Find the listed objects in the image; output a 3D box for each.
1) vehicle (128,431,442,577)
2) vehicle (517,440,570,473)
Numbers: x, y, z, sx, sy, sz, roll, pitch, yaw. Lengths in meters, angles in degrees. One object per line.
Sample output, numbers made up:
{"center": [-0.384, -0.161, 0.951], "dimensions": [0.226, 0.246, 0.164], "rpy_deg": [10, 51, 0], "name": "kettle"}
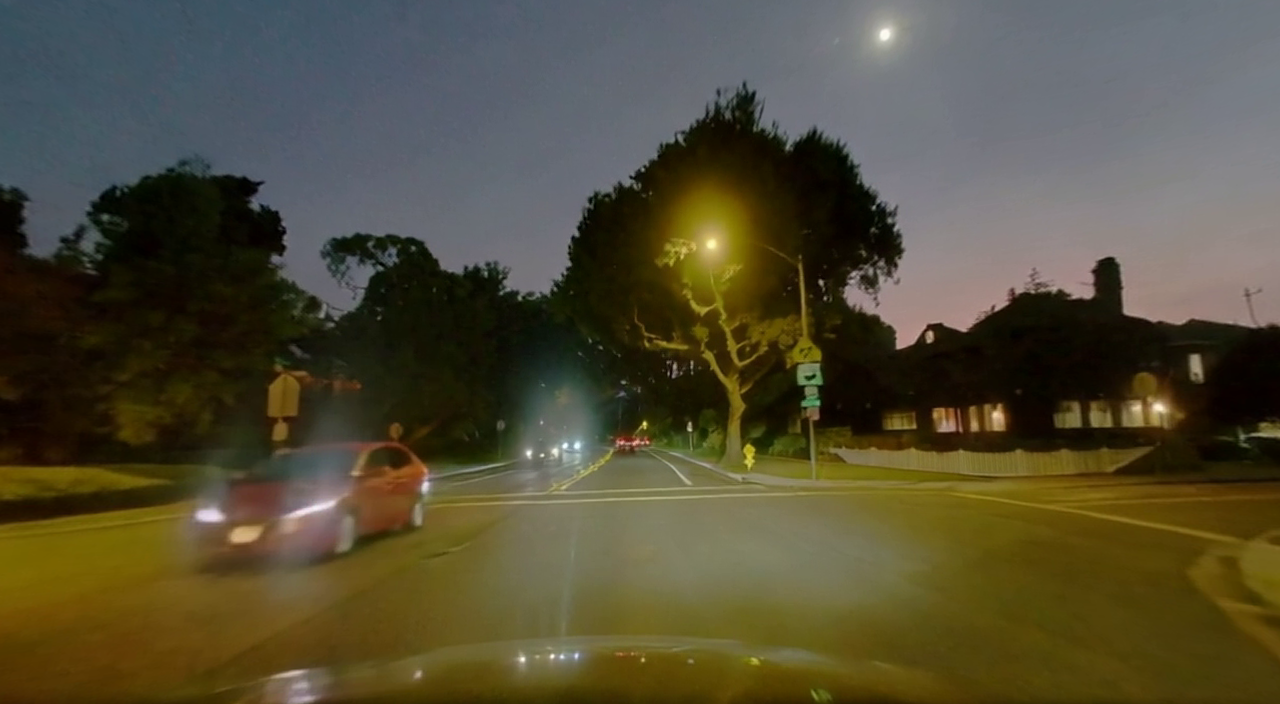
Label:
{"center": [-4.464, 1.927, 8.887], "dimensions": [1.979, 1.532, 4.212], "rpy_deg": [0, -8, 0], "name": "vehicle"}
{"center": [-4.786, 5.233, 31.887], "dimensions": [1.938, 1.519, 4.227], "rpy_deg": [0, -8, 1], "name": "vehicle"}
